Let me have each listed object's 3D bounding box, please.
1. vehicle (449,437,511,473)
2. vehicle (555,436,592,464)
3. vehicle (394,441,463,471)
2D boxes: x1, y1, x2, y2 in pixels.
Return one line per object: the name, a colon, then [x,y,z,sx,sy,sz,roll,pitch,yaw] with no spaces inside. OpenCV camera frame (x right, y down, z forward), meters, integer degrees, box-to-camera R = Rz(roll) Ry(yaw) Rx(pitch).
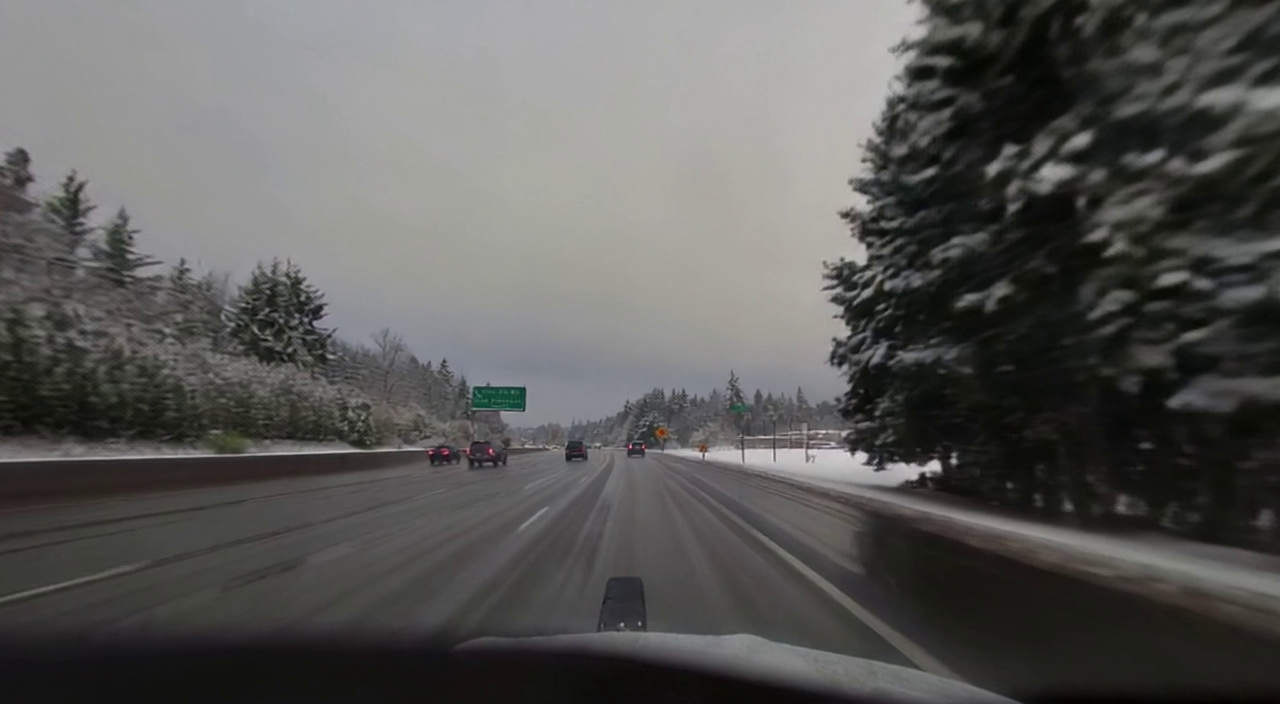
vehicle: [-8.009,5.194,31.851,2.015,1.651,4.432,0,-8,-1]
vehicle: [-4.429,6.629,42.611,2.138,1.833,4.622,0,-8,-2]
vehicle: [-11.555,5.691,34.725,2.100,1.537,5.092,0,-8,-1]
